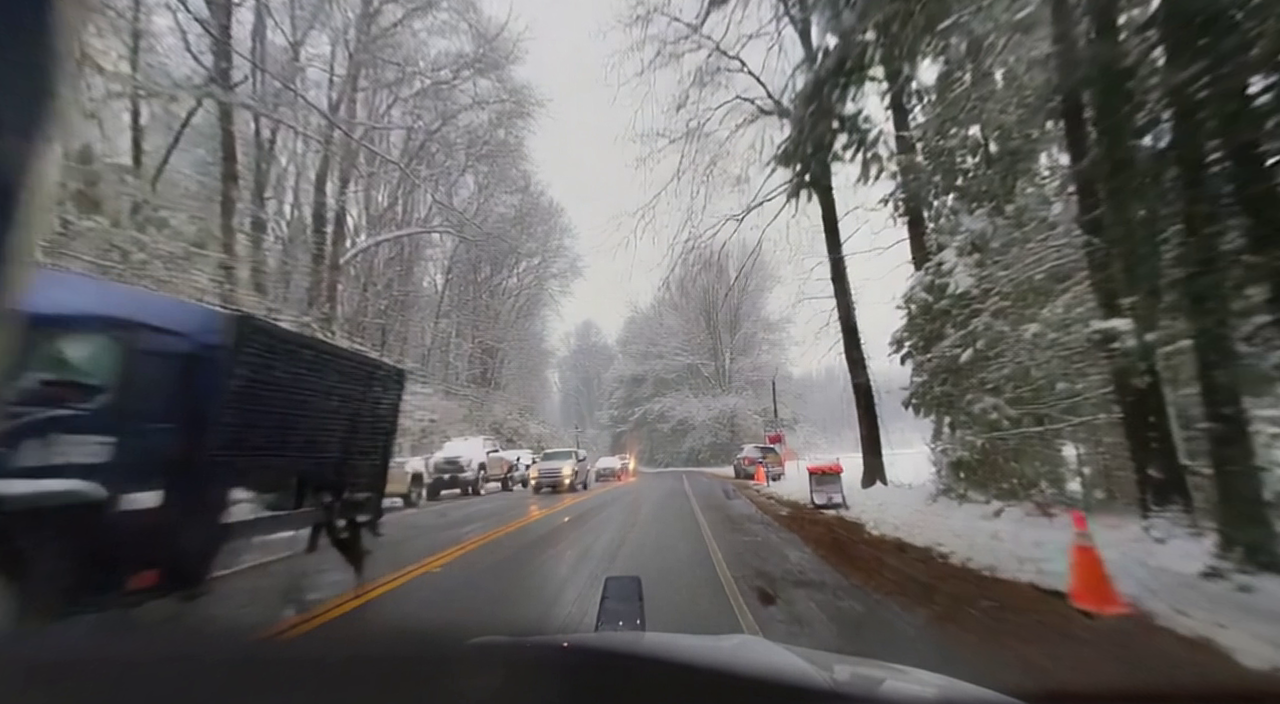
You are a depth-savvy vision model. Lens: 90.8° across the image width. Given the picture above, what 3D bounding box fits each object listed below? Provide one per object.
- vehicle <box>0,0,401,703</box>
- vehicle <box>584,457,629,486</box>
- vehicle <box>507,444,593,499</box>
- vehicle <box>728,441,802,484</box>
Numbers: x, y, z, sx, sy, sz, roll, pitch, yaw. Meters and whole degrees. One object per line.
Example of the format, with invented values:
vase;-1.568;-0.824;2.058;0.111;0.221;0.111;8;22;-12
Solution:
vehicle;-3.973;0.081;2.080;3.238;2.920;8.366;-2;-9;-1
vehicle;-1.865;6.871;36.536;1.981;1.410;4.162;-3;-9;4
vehicle;-3.212;4.391;23.652;2.177;1.803;4.690;0;-9;4
vehicle;6.647;5.964;34.468;2.845;2.053;6.457;0;-9;1
